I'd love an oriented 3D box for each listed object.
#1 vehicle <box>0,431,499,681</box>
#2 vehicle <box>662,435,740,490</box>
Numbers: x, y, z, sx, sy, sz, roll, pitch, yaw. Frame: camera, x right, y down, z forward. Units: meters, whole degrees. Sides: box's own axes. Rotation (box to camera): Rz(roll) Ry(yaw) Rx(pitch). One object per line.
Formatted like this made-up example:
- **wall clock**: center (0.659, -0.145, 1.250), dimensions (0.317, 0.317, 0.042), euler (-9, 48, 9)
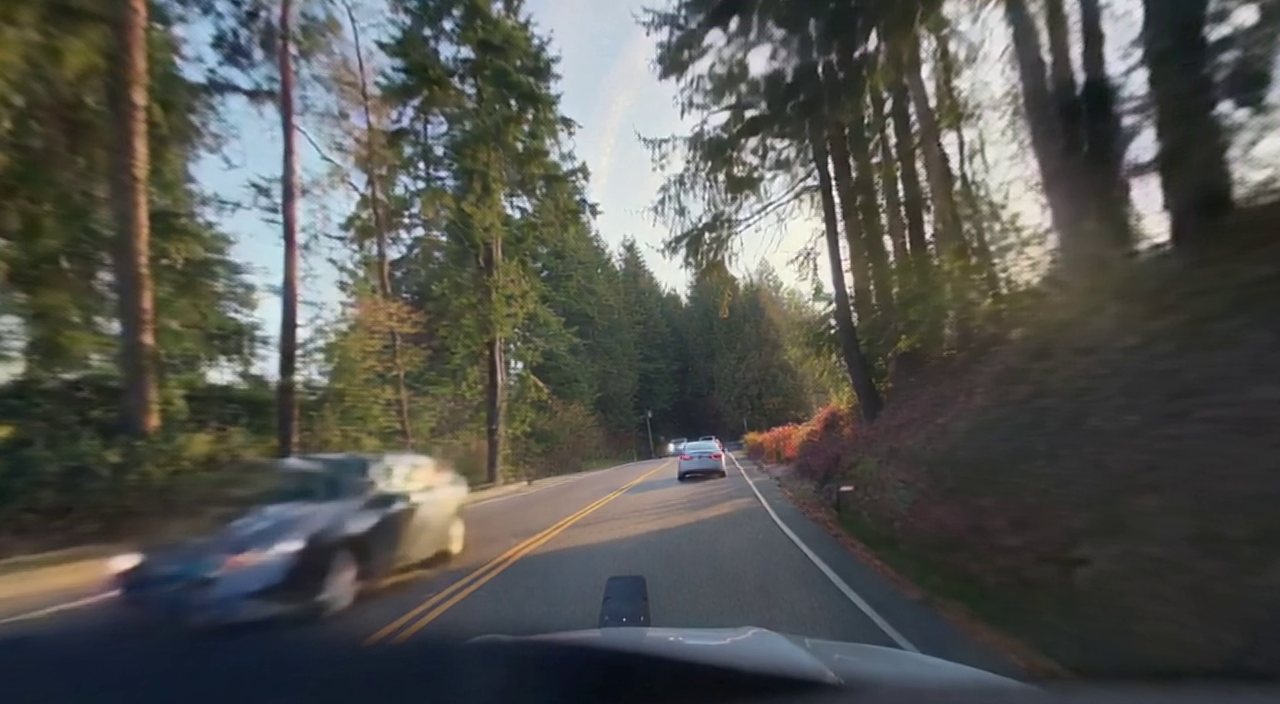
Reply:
- **vehicle**: center (-3.084, 1.643, 6.295), dimensions (2.143, 1.586, 4.238), euler (0, -9, 3)
- **vehicle**: center (2.015, 3.574, 20.785), dimensions (2.274, 1.583, 4.349), euler (-1, -9, 6)
